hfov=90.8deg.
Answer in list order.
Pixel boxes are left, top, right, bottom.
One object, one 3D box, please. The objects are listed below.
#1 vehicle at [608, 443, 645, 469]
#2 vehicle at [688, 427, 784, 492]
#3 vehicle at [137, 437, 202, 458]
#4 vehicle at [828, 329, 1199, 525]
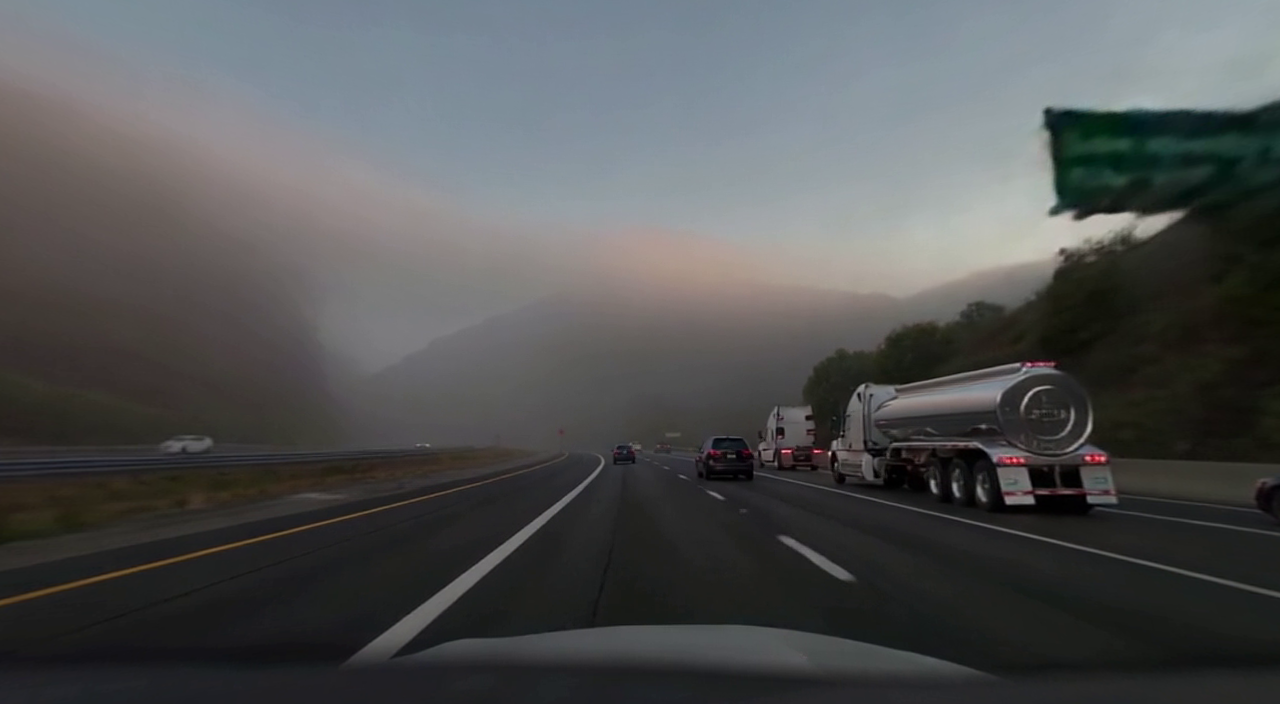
[{"bbox_3d":[-0.861,6.157,37.580,2.083,1.477,3.965,0,-9,-2],"label":"vehicle"},{"bbox_3d":[2.862,3.350,19.989,2.098,1.794,4.561,0,-9,-3],"label":"vehicle"},{"bbox_3d":[-36.271,7.389,48.842,1.733,1.482,4.491,1,-9,-3],"label":"vehicle"},{"bbox_3d":[7.552,1.933,15.341,2.805,3.212,9.978,0,-9,-1],"label":"vehicle"}]
